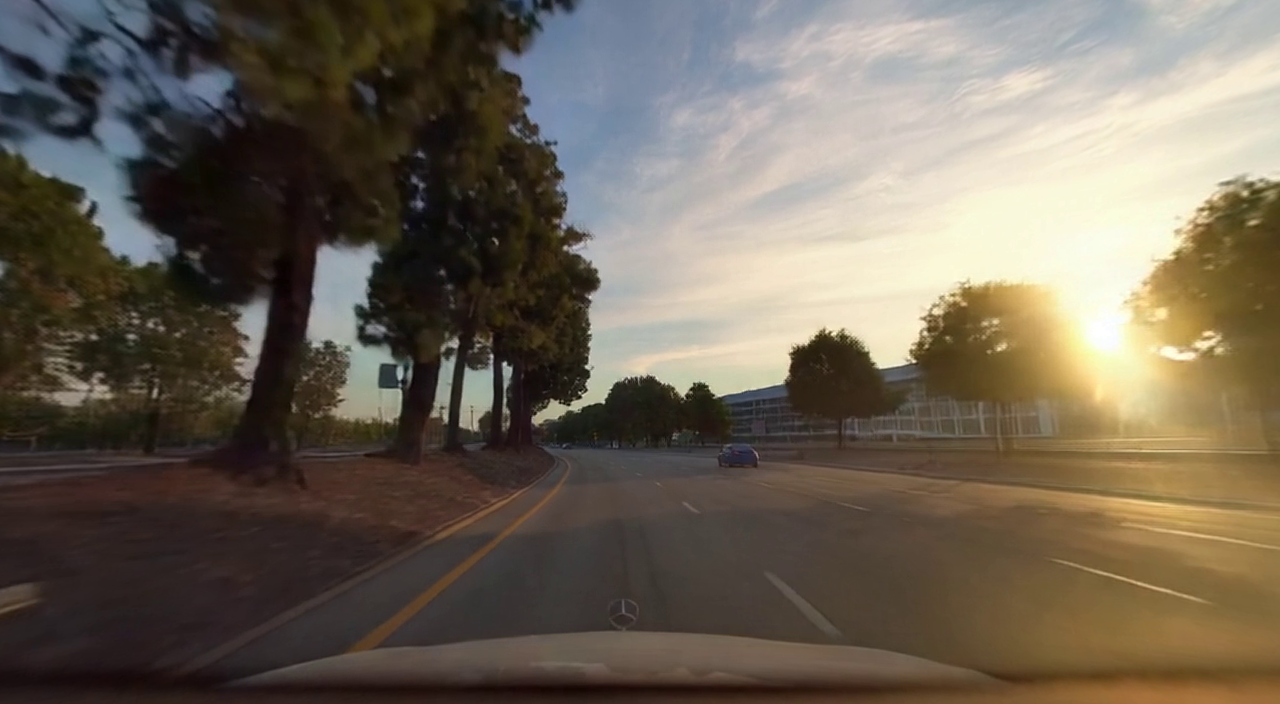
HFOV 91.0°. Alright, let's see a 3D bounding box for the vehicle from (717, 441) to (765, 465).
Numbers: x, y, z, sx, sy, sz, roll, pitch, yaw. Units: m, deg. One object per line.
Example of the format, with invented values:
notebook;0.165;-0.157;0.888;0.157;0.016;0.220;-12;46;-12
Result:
vehicle;6.533;6.601;41.259;1.908;1.483;4.474;1;-9;-8
